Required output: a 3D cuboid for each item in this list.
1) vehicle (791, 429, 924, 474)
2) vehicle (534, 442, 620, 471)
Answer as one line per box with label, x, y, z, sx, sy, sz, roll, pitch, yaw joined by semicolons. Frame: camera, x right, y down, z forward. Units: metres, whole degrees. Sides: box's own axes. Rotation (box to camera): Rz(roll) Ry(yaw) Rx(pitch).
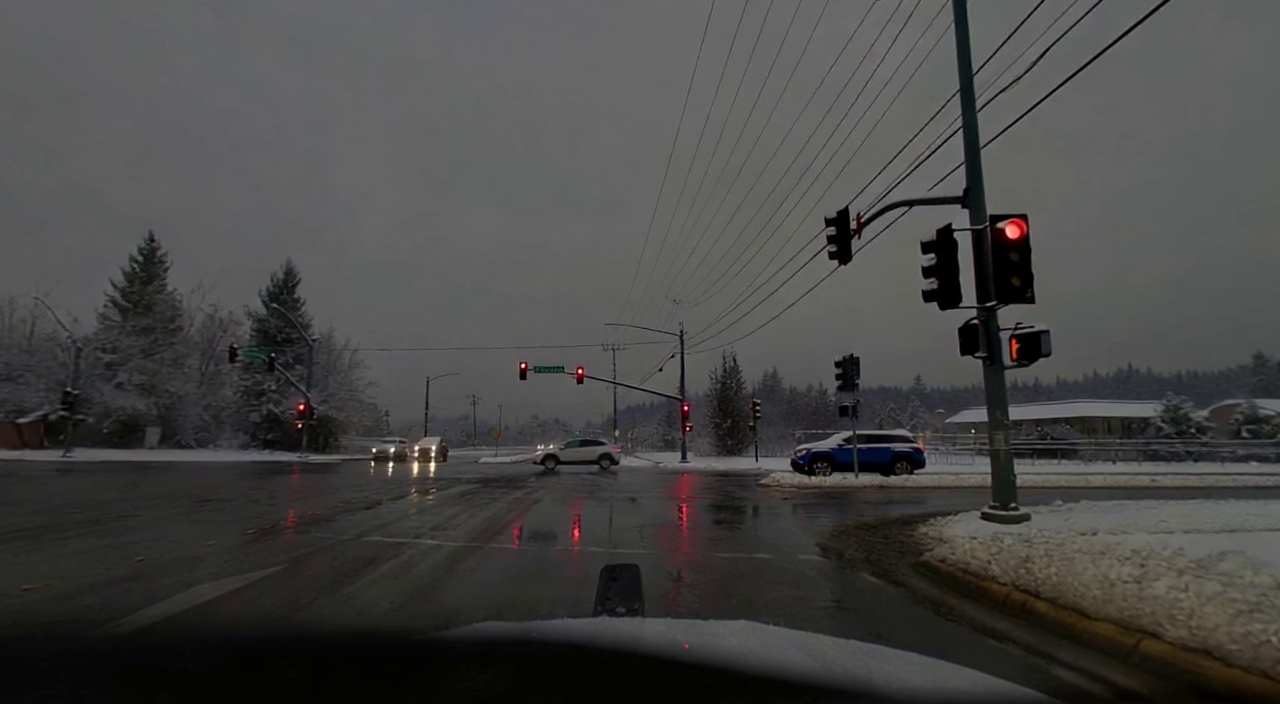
vehicle;8.719;4.031;25.718;4.884;1.714;2.021;-2;-9;12
vehicle;-3.536;5.937;35.841;4.529;1.566;1.842;-2;-9;12
